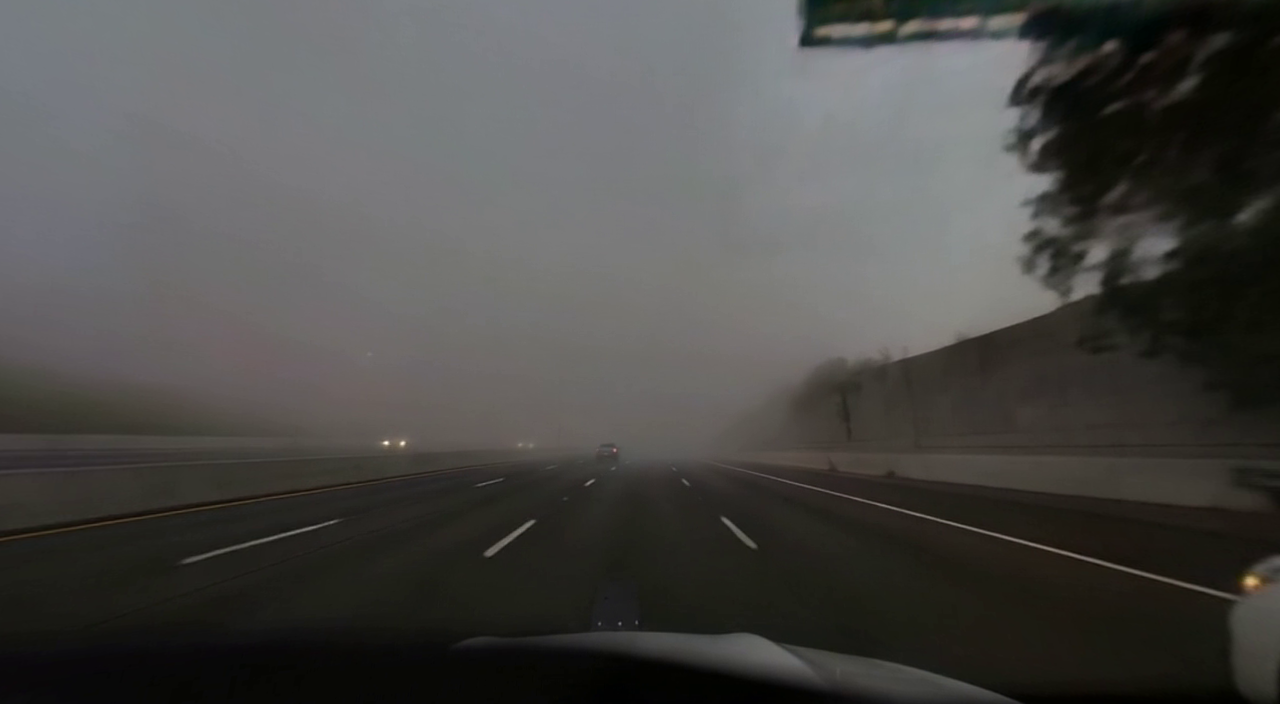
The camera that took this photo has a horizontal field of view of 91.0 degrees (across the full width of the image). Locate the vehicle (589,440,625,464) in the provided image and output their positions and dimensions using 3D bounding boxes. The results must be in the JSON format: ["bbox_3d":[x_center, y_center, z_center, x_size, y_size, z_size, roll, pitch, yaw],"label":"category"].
[{"bbox_3d":[-2.249,7.005,44.269,2.088,1.565,4.410,-1,-8,3],"label":"vehicle"}]

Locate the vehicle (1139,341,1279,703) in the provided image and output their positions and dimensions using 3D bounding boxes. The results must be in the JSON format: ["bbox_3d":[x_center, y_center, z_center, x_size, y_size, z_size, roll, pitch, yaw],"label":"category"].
[{"bbox_3d":[3.672,0.599,1.068,2.090,1.715,4.228,0,-8,-1],"label":"vehicle"}]
